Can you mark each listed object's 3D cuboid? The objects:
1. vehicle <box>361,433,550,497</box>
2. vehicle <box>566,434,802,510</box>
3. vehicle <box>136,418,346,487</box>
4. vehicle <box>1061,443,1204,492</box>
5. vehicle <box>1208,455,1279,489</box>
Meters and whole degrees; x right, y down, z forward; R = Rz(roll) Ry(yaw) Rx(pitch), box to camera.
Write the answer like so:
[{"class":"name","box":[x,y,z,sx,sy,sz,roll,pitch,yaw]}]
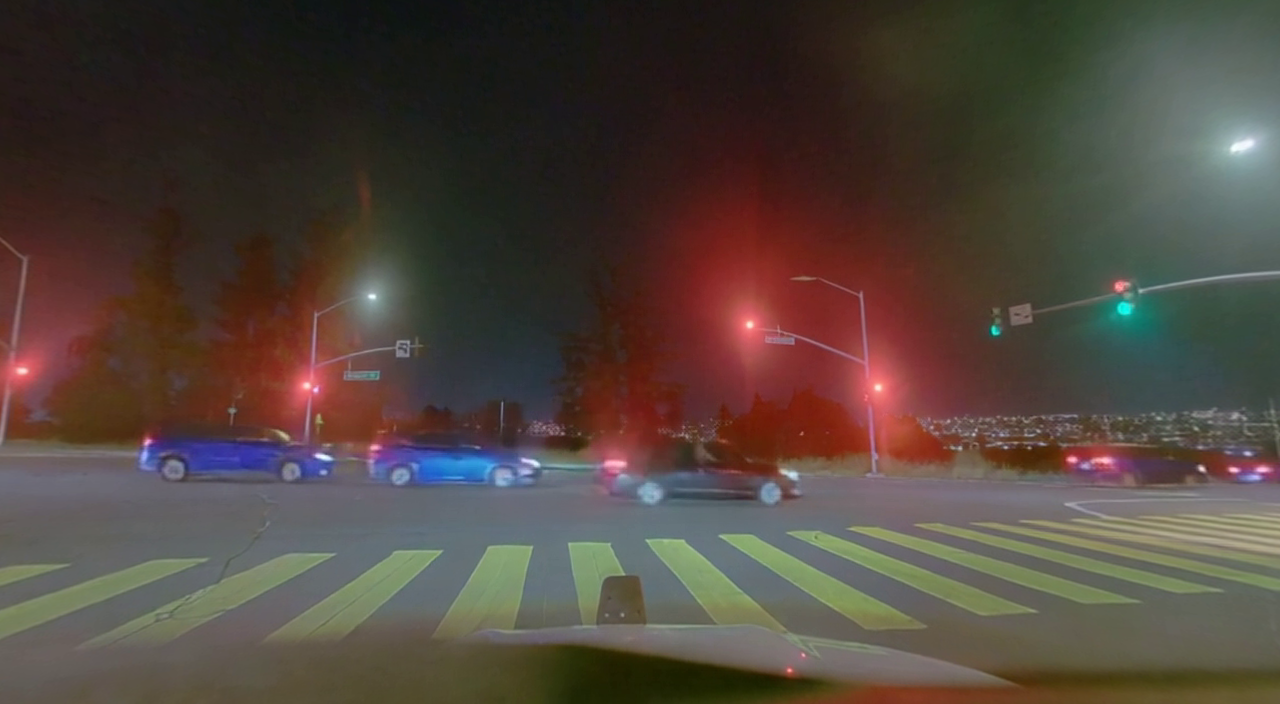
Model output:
[{"class":"vehicle","box":[-4.763,2.912,16.571,4.475,1.496,1.861,3,-9,-18]},{"class":"vehicle","box":[0.954,2.624,14.238,4.952,1.511,1.855,2,-9,-17]},{"class":"vehicle","box":[-11.306,2.884,18.352,4.708,1.810,1.986,3,-9,-18]},{"class":"vehicle","box":[18.794,4.348,24.091,4.626,1.710,1.891,3,-9,-18]},{"class":"vehicle","box":[31.228,5.915,31.361,5.203,1.488,1.907,3,-9,-18]}]
